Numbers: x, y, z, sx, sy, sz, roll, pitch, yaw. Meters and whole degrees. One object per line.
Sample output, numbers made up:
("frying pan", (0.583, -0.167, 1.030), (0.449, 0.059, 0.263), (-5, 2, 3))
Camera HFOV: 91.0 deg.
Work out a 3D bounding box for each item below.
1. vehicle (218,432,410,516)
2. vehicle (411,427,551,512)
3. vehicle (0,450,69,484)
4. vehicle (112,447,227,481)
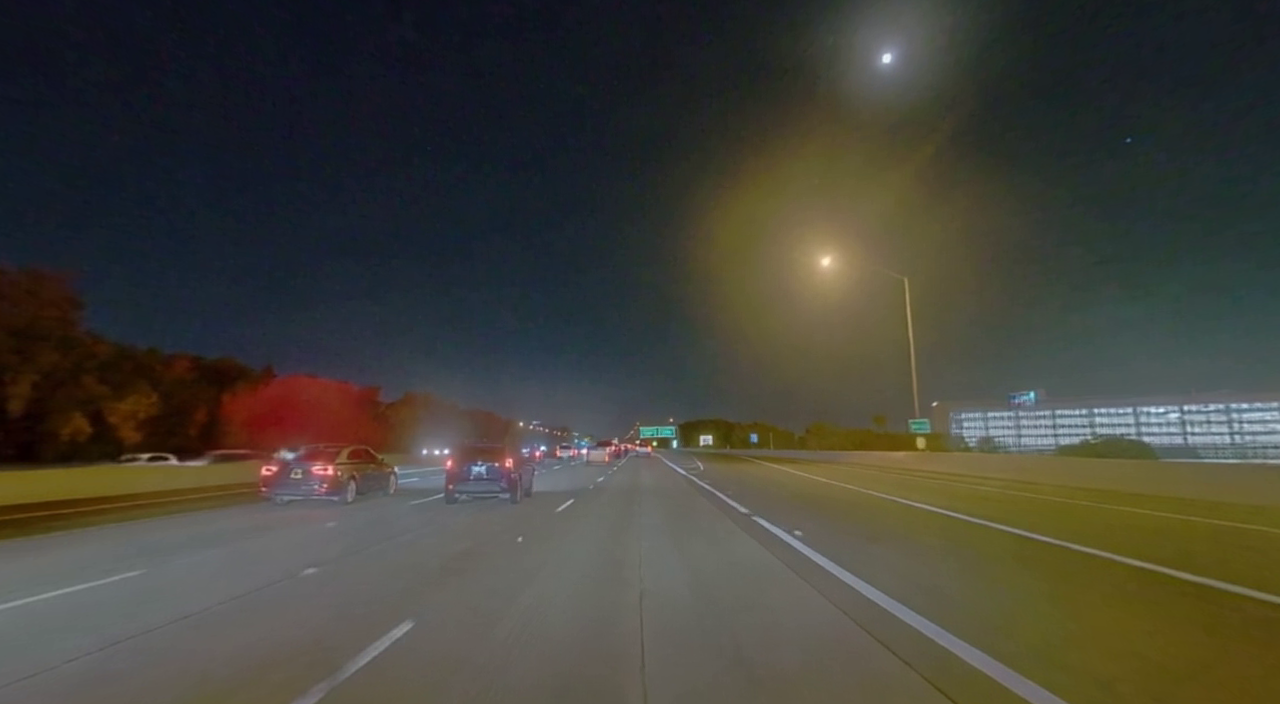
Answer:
("vehicle", (-7.404, 2.802, 14.994), (2.071, 1.661, 4.540), (-1, -9, 1))
("vehicle", (-3.627, 2.768, 15.315), (2.158, 1.717, 4.375), (-1, -9, 1))
("vehicle", (-30.068, 5.438, 29.802), (1.863, 1.513, 4.404), (-1, -9, 1))
("vehicle", (-23.442, 5.558, 31.664), (2.093, 1.523, 4.701), (-1, -9, 1))
